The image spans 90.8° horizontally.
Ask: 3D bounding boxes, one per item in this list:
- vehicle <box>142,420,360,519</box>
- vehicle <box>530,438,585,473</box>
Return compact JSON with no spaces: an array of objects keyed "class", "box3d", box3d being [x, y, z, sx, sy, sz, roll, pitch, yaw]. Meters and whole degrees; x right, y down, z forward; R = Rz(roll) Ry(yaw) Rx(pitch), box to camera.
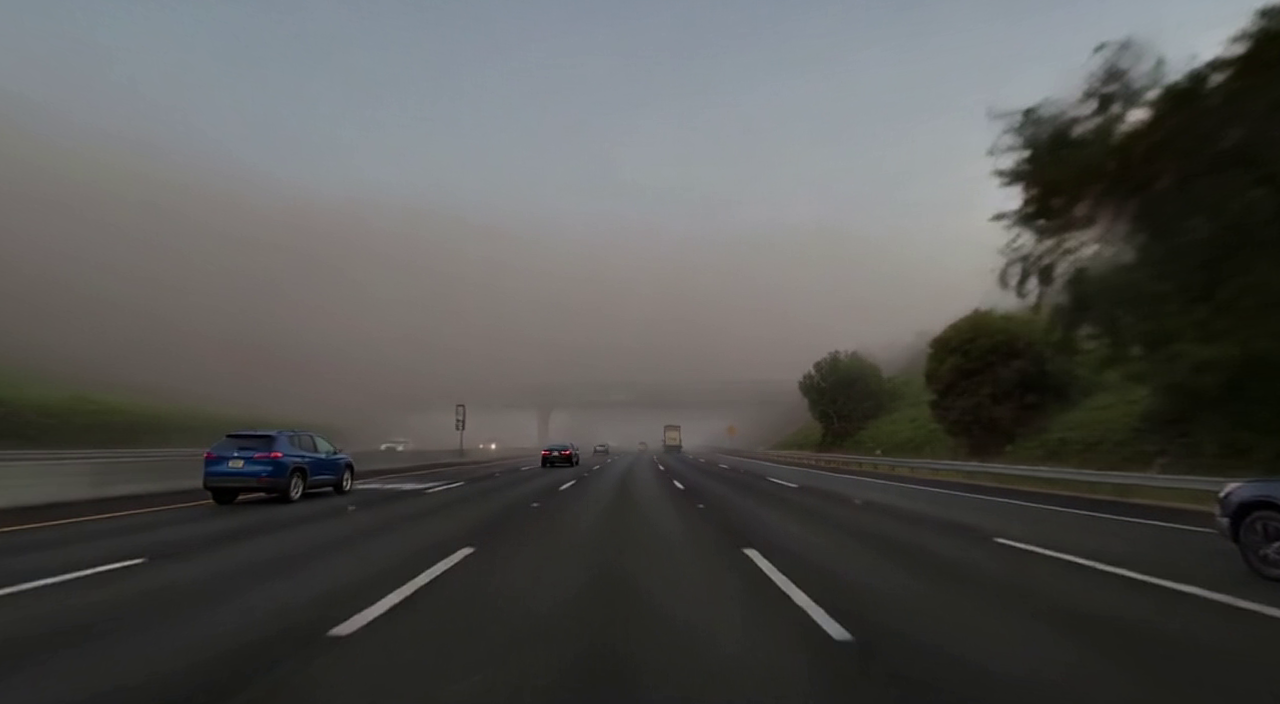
[{"class":"vehicle","box3d":[-7.681,2.340,13.081,1.860,1.694,4.173,0,-8,-1]},{"class":"vehicle","box3d":[-3.725,4.749,29.167,1.925,1.509,4.363,0,-8,0]}]
